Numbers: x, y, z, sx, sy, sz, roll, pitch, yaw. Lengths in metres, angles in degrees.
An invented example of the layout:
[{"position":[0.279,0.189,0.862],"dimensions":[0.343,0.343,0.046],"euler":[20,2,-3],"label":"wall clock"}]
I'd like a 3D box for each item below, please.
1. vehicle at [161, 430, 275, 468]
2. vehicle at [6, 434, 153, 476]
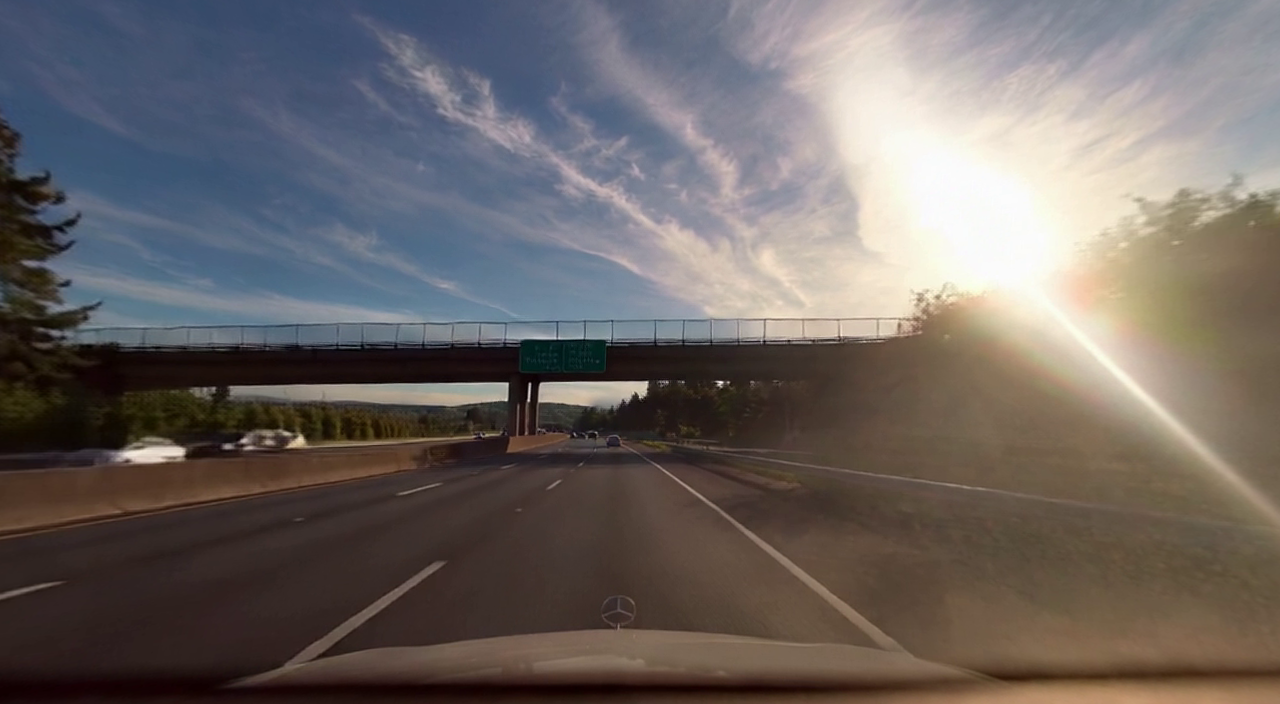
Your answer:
[{"position":[-18.538,4.258,27.929],"dimensions":[2.025,1.539,4.484],"euler":[0,-8,-1],"label":"vehicle"},{"position":[-22.055,4.029,25.023],"dimensions":[1.851,1.475,4.417],"euler":[0,-8,-1],"label":"vehicle"}]
